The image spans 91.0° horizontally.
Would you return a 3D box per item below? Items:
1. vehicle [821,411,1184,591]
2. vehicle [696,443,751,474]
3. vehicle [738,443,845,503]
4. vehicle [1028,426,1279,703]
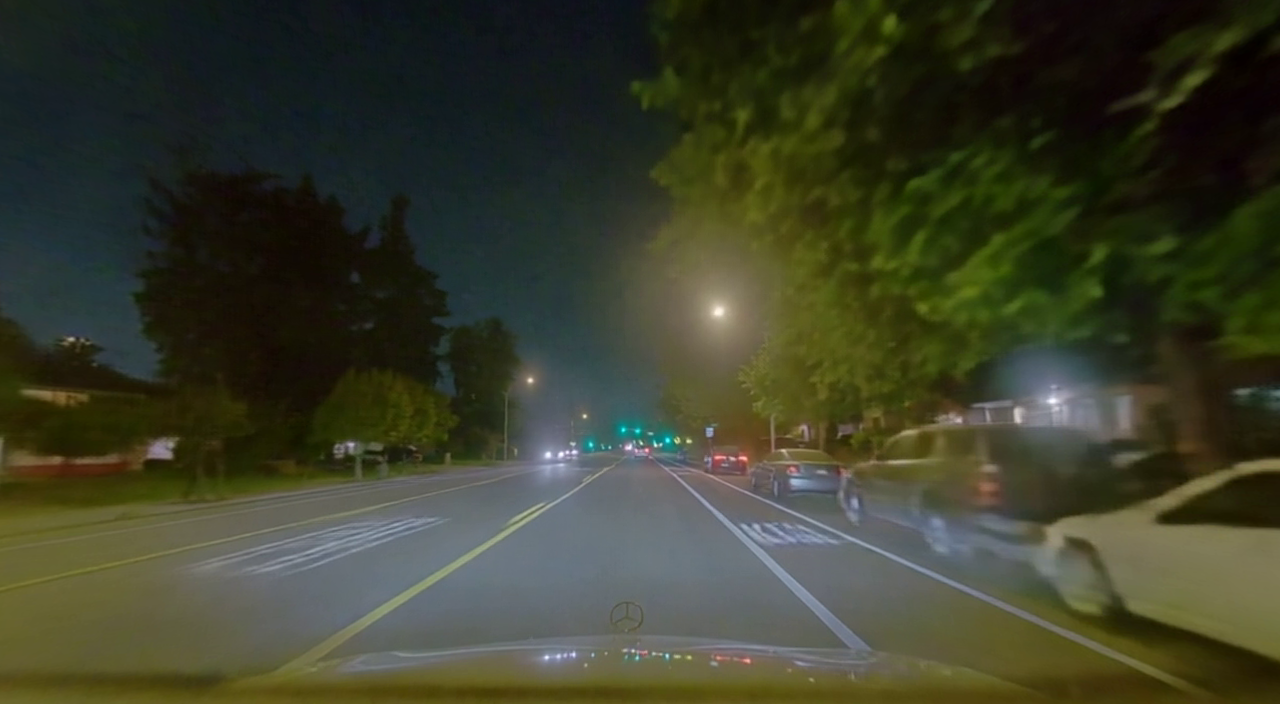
[{"bbox_3d":[4.240,1.810,8.598,2.018,1.741,4.772,0,-9,-1],"label":"vehicle"},{"bbox_3d":[4.416,5.761,34.305,2.154,1.550,5.785,0,-9,-1],"label":"vehicle"},{"bbox_3d":[4.195,3.418,18.340,1.968,1.482,4.991,0,-9,1],"label":"vehicle"},{"bbox_3d":[4.319,1.134,3.199,1.918,1.510,4.323,0,-9,0],"label":"vehicle"}]
